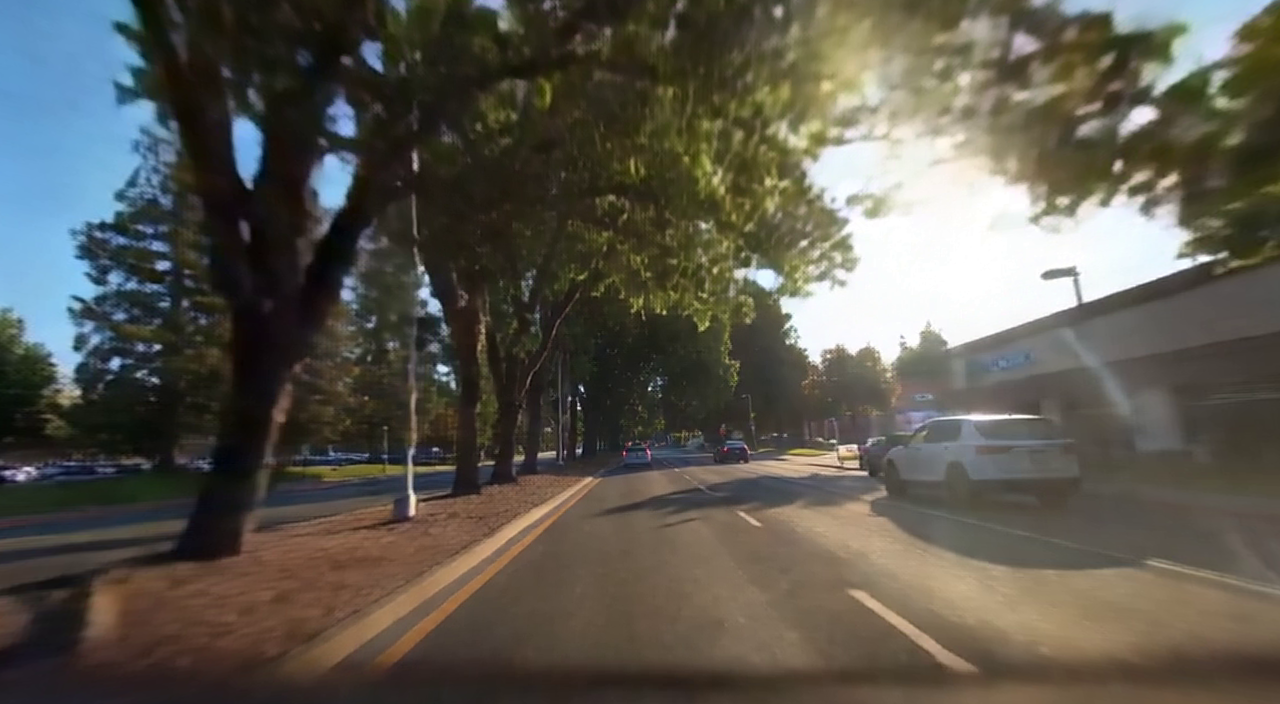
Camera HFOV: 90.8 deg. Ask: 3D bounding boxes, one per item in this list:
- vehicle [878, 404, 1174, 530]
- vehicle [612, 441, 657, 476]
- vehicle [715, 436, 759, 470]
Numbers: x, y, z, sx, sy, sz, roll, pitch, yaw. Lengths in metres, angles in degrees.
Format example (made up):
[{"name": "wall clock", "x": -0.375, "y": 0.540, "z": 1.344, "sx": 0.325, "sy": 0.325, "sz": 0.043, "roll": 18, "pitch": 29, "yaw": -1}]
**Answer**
[{"name": "vehicle", "x": 7.062, "y": 2.200, "z": 12.662, "sx": 2.240, "sy": 1.923, "sz": 5.678, "roll": 0, "pitch": -8, "yaw": -1}, {"name": "vehicle", "x": -0.273, "y": 5.111, "z": 30.479, "sx": 2.037, "sy": 1.568, "sz": 3.693, "roll": 0, "pitch": -8, "yaw": 0}, {"name": "vehicle", "x": 5.728, "y": 6.002, "z": 37.687, "sx": 1.955, "sy": 1.845, "sz": 4.538, "roll": -1, "pitch": -8, "yaw": 1}]
